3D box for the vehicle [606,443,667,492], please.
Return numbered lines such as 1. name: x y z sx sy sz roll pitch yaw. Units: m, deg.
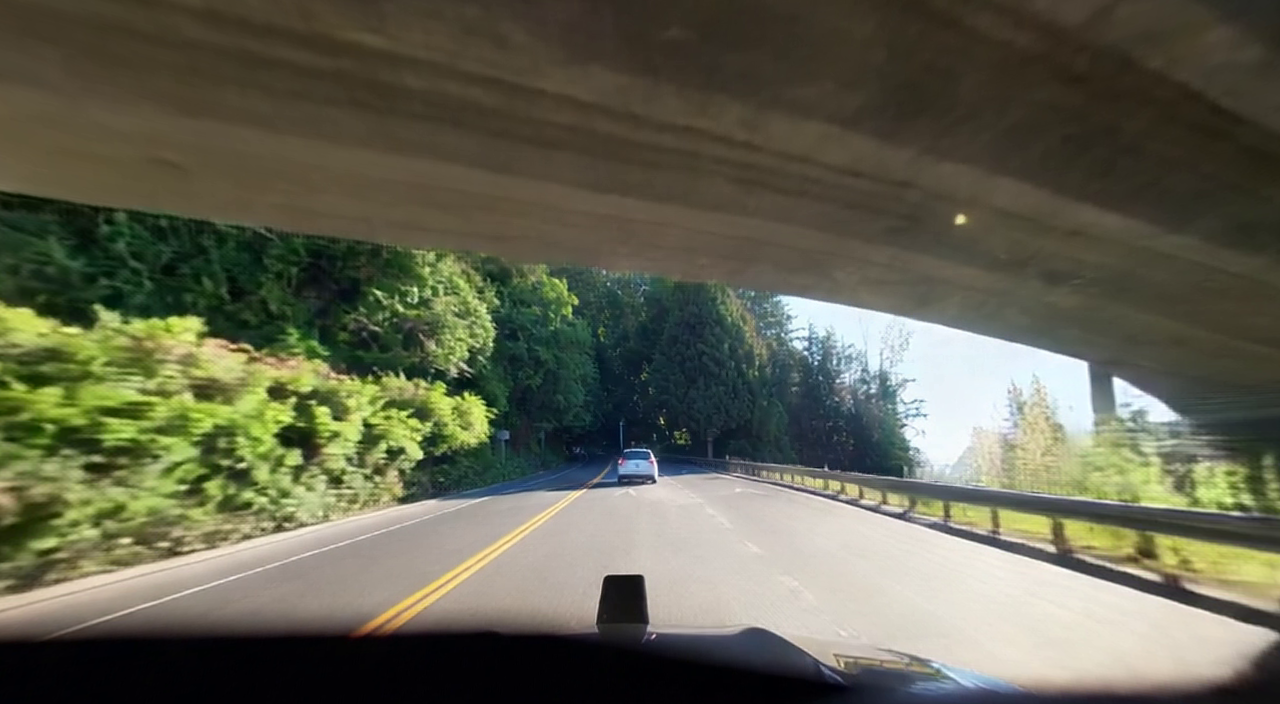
1. vehicle: -0.141 4.158 22.875 2.037 1.601 3.643 0 -9 -1
